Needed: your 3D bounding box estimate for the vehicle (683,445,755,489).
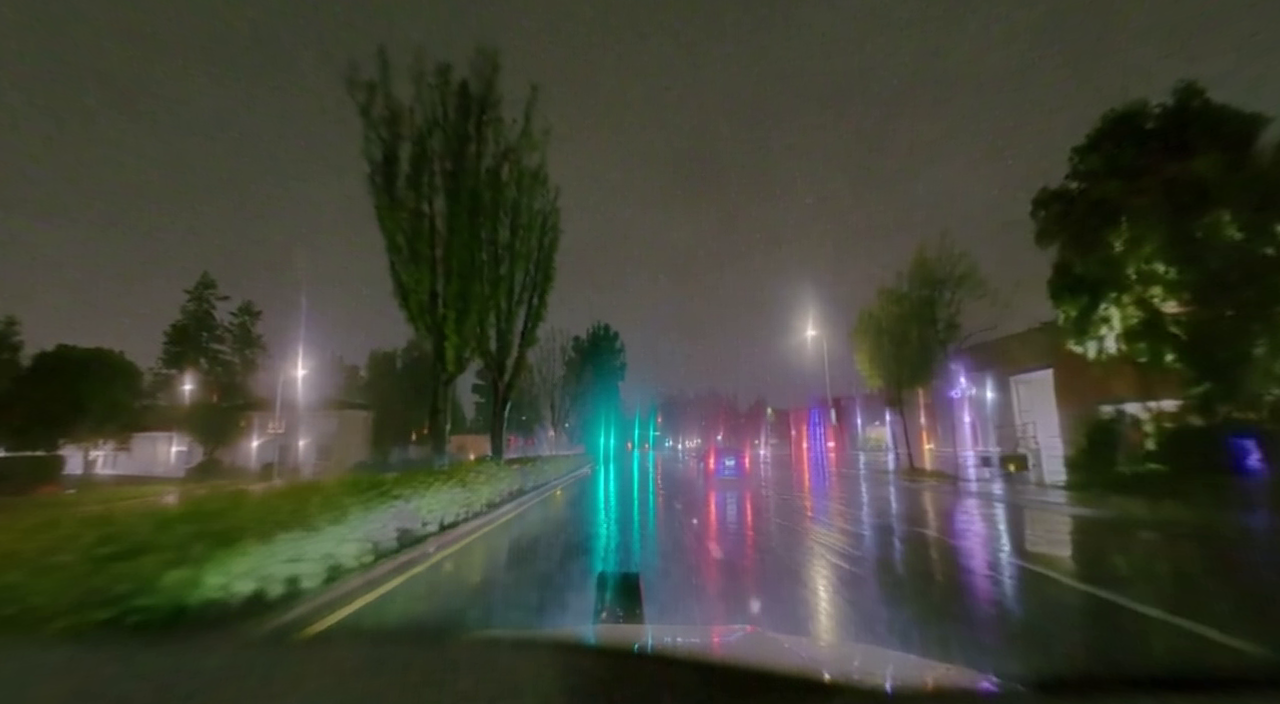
[{"bbox_3d":[2.743,4.088,22.791,1.929,1.411,4.284,0,-8,-2],"label":"vehicle"}]
